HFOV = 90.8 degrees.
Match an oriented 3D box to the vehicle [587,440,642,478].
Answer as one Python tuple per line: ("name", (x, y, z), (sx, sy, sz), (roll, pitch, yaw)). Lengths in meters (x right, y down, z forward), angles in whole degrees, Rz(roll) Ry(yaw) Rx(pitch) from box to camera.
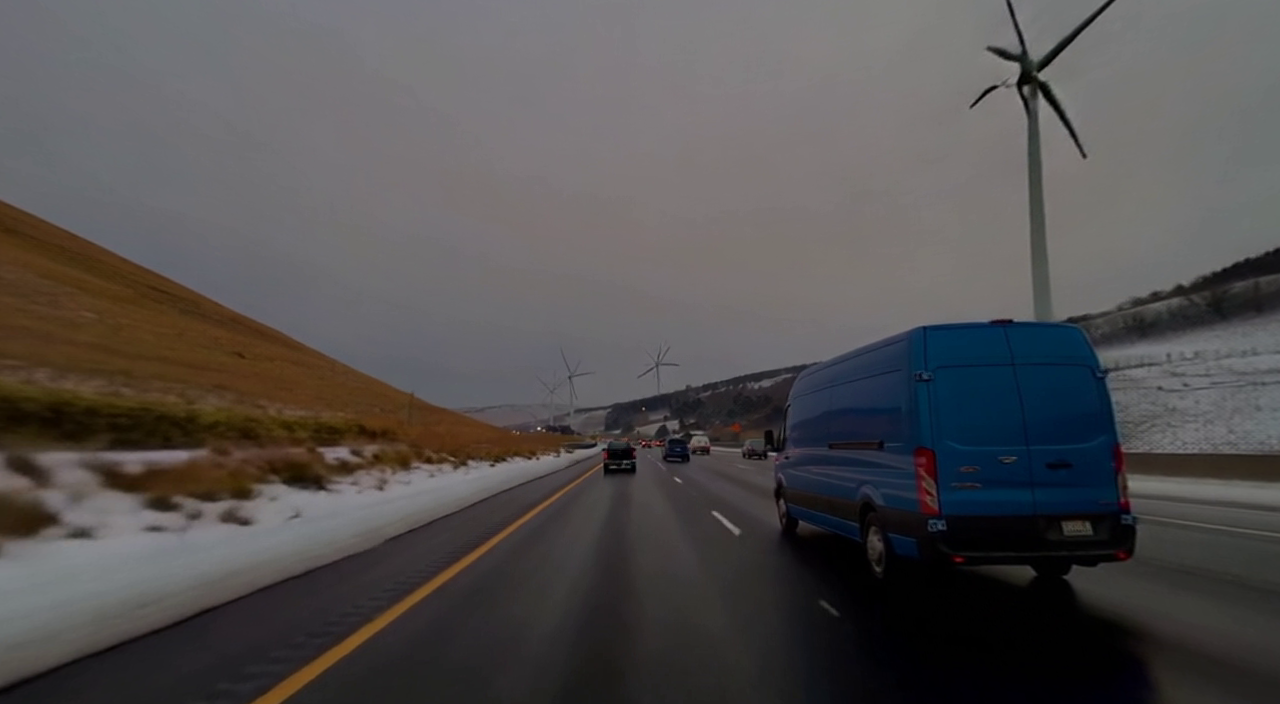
("vehicle", (-1.009, 4.395, 26.280), (2.082, 1.445, 3.826), (0, -8, -1))

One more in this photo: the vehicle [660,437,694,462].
("vehicle", (2.633, 6.977, 45.463), (2.108, 1.717, 3.996), (0, -8, -1))

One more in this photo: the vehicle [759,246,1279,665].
("vehicle", (3.058, 1.012, 6.866), (2.365, 2.630, 5.754), (0, -8, 0))

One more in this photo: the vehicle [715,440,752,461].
("vehicle", (6.762, 7.161, 45.972), (1.858, 1.475, 4.421), (0, -8, -2))
